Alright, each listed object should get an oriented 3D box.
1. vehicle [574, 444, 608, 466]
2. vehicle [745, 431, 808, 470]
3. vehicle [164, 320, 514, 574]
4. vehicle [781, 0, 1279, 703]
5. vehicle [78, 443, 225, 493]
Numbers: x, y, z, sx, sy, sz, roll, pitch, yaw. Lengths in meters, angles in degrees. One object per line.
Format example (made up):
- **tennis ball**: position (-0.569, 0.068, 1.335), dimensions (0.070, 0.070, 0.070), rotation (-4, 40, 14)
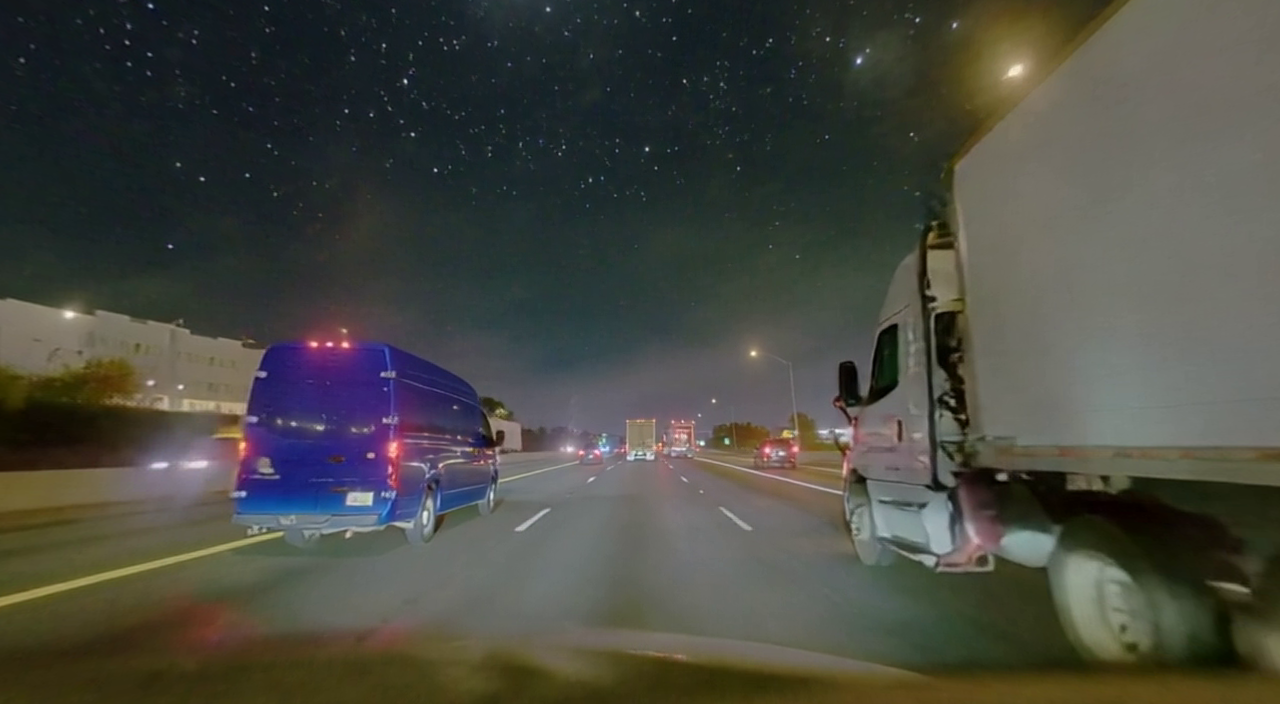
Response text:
- **vehicle**: position (-3.473, 7.397, 45.419), dimensions (2.024, 1.472, 4.014), rotation (-1, -8, 1)
- **vehicle**: position (7.317, 5.379, 34.602), dimensions (2.216, 1.918, 5.742), rotation (0, -8, 0)
- **vehicle**: position (-4.037, 1.538, 10.536), dimensions (2.557, 2.855, 6.674), rotation (0, -9, -1)
- **vehicle**: position (3.647, 0.214, 5.694), dimensions (3.011, 3.900, 6.798), rotation (0, -9, -1)
- **vehicle**: position (-19.961, 4.726, 26.236), dimensions (2.081, 1.843, 4.845), rotation (0, -8, 2)
